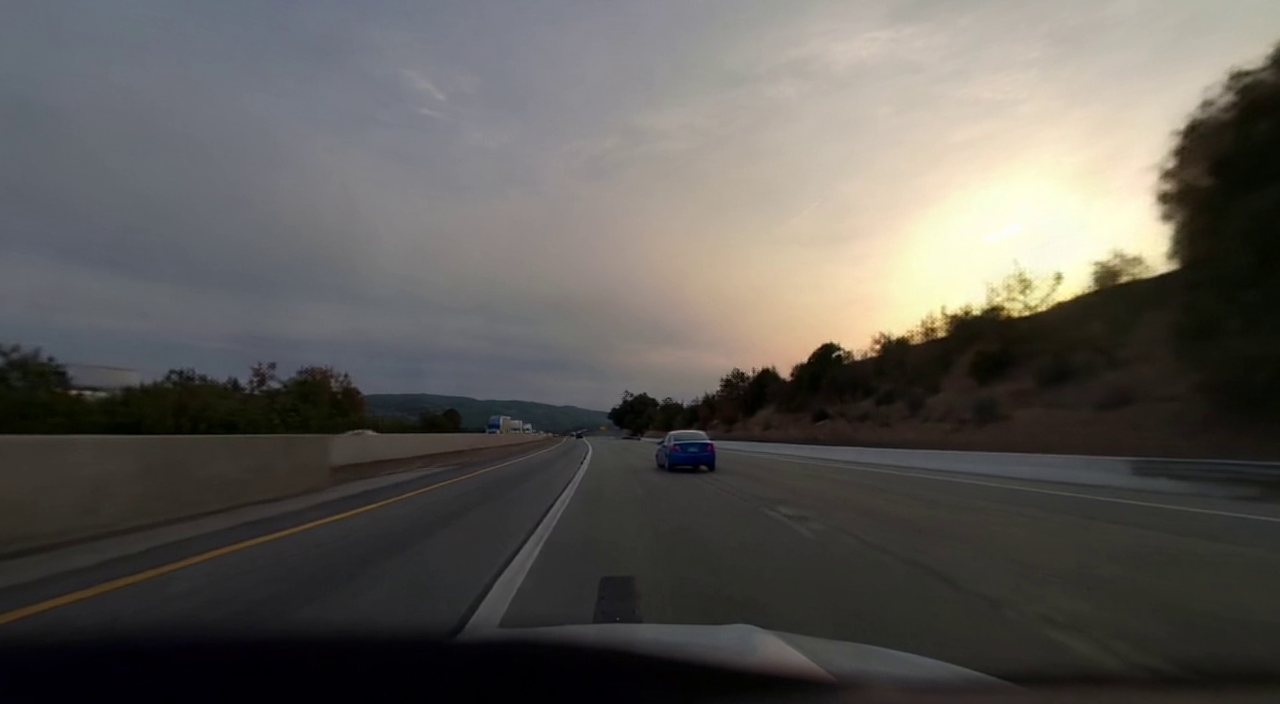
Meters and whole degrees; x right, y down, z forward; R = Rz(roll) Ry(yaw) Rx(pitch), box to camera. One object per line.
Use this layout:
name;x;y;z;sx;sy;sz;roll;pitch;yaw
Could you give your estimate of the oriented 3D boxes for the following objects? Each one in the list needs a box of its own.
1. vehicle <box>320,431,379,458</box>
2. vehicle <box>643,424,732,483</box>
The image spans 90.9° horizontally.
vehicle;-16.825;5.340;36.689;1.728;1.454;4.057;0;-8;-4
vehicle;1.310;3.043;19.322;1.997;1.589;4.179;0;-8;-6
